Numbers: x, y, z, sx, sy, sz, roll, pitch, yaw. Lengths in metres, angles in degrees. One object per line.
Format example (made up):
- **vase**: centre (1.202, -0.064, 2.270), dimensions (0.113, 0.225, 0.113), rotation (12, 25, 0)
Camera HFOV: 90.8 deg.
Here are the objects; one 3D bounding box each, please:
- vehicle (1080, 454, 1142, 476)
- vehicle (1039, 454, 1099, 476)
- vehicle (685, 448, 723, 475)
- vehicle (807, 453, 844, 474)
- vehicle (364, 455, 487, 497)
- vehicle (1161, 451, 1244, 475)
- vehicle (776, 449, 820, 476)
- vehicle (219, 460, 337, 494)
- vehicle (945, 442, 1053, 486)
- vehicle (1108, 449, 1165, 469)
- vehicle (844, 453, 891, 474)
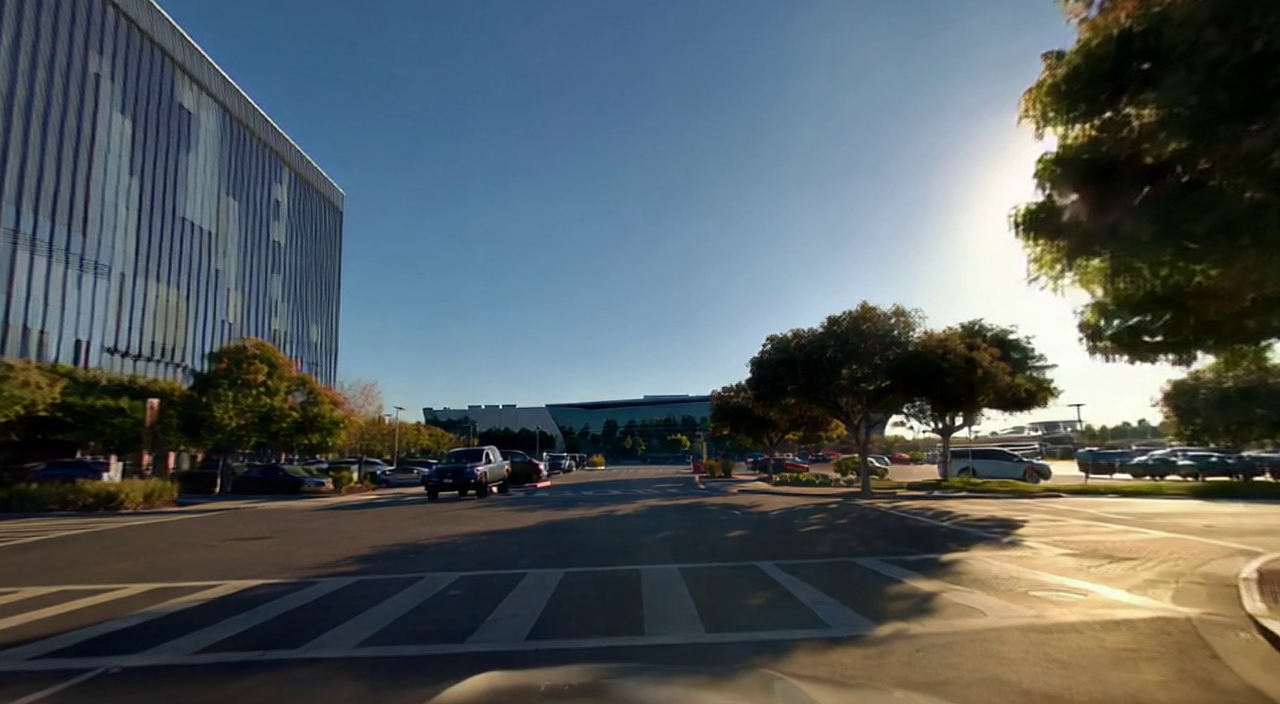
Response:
- **vehicle**: centre (31.272, 7.508, 42.034), dimensions (1.519, 1.371, 3.278), rotation (0, -9, 0)
- **vehicle**: centre (28.308, 7.467, 41.788), dimensions (1.495, 1.371, 3.336), rotation (-1, -10, -1)
- **vehicle**: centre (4.590, 7.930, 46.053), dimensions (2.262, 1.794, 5.331), rotation (0, -9, 1)
- **vehicle**: centre (14.176, 8.491, 48.426), dimensions (1.935, 1.477, 3.719), rotation (0, -9, 3)
- **vehicle**: centre (-8.698, 4.978, 25.722), dimensions (4.442, 1.504, 1.809), rotation (5, -10, -28)
- **vehicle**: centre (36.996, 7.307, 41.731), dimensions (1.678, 1.423, 4.191), rotation (-1, -9, 2)
- **vehicle**: centre (10.545, 7.396, 42.500), dimensions (1.936, 1.673, 4.305), rotation (0, -9, 1)
- **vehicle**: centre (-16.633, 5.728, 29.180), dimensions (4.331, 1.437, 1.876), rotation (0, -9, 3)
- **vehicle**: centre (16.488, 5.133, 29.391), dimensions (2.048, 1.852, 4.998), rotation (0, -9, 0)
- **vehicle**: centre (37.034, 7.970, 47.225), dimensions (1.545, 1.398, 3.431), rotation (0, -9, 3)
- **vehicle**: centre (17.105, 8.409, 47.750), dimensions (1.971, 1.478, 4.477), rotation (0, -9, 1)
